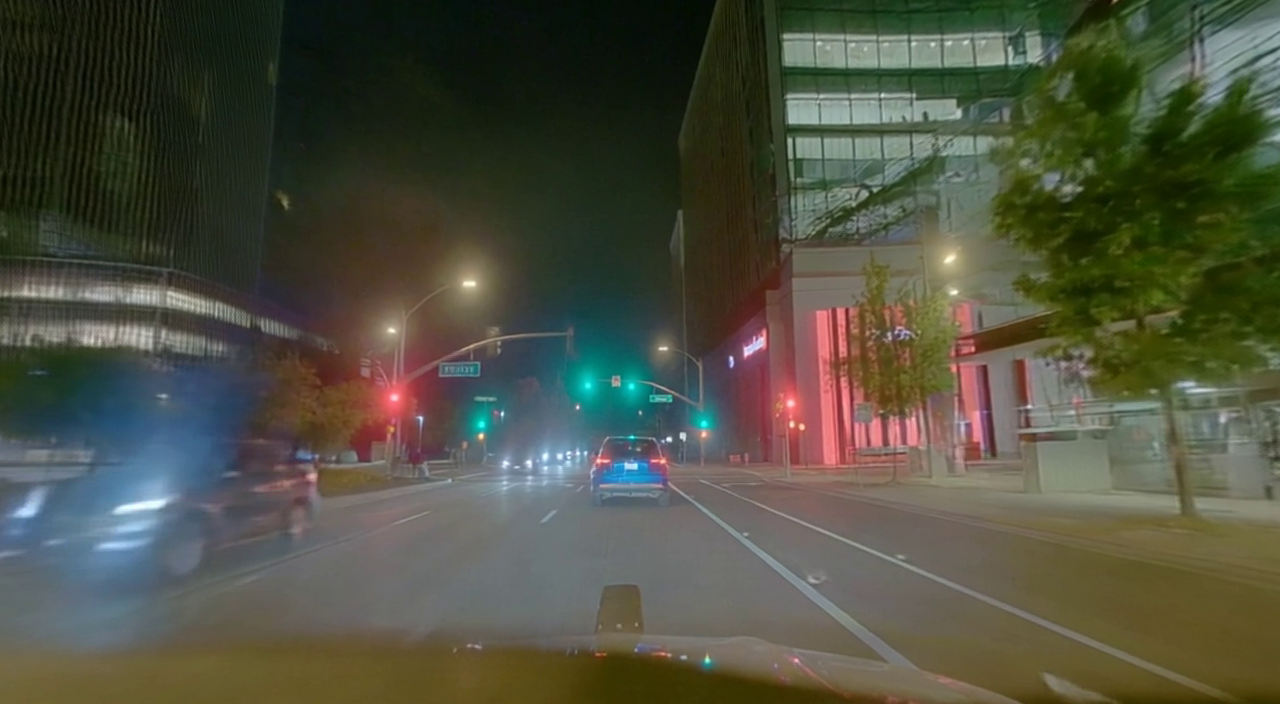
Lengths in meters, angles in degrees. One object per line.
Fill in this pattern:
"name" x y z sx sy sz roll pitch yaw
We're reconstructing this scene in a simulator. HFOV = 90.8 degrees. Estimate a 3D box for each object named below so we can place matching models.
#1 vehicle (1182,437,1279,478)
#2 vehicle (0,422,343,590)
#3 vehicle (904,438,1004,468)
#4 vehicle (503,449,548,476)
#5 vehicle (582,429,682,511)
"vehicle" 26.454 4.443 26.727 5.161 1.610 2.024 0 -9 -2
"vehicle" -6.005 1.861 8.476 2.028 1.655 4.189 0 -9 -1
"vehicle" 16.864 5.425 34.021 4.422 1.563 1.751 0 -9 -2
"vehicle" -6.779 6.588 37.937 1.908 1.475 4.337 0 -9 0
"vehicle" -0.243 2.891 15.890 2.183 1.765 4.059 0 -9 -2
